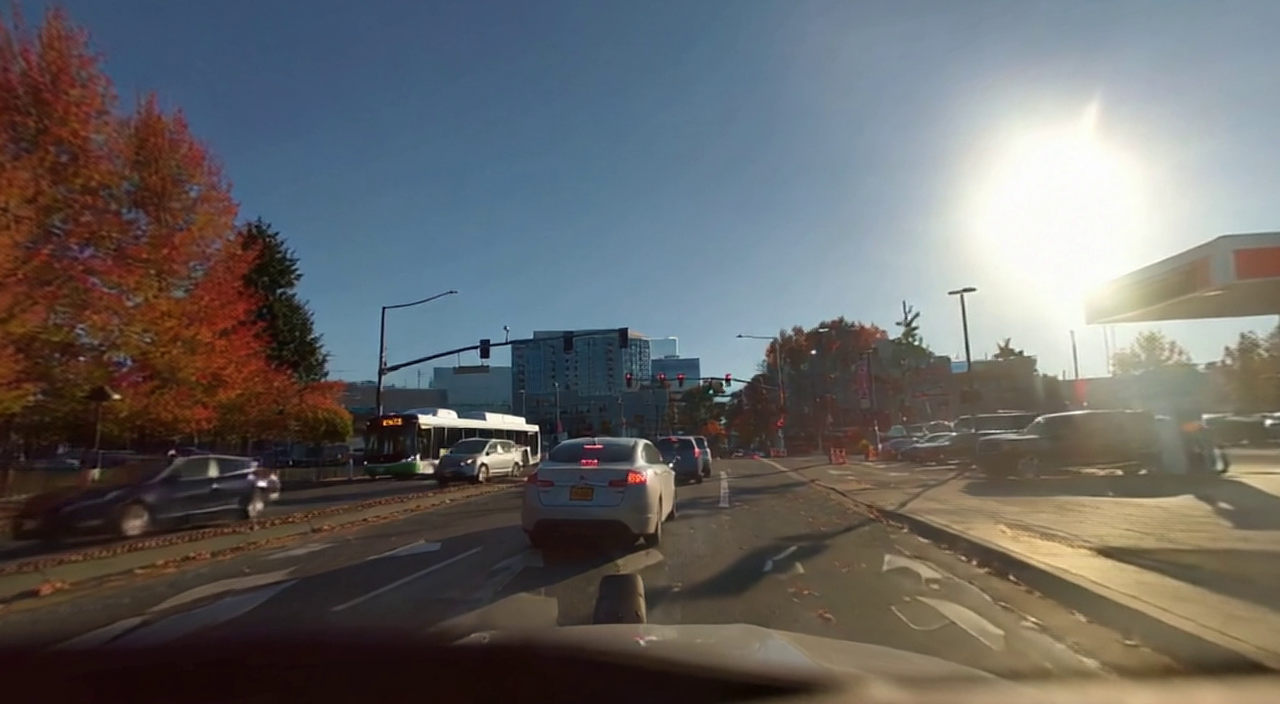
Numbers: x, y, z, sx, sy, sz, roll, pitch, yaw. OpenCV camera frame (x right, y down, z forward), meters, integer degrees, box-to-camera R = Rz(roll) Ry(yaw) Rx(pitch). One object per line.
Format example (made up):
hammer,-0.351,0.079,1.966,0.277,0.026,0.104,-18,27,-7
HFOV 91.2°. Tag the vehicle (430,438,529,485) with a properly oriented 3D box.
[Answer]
vehicle,-6.433,4.476,25.905,2.147,1.741,5.239,-1,-9,7

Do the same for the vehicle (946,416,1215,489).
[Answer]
vehicle,10.611,2.498,15.535,4.894,1.451,2.089,-4,-9,8

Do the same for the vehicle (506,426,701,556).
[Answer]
vehicle,-0.268,1.970,9.575,2.092,1.507,4.078,-2,-9,9

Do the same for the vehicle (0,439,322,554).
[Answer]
vehicle,-8.553,2.469,11.616,2.054,1.599,5.178,-1,-9,8

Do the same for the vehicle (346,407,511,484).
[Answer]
vehicle,-10.093,4.814,32.124,3.189,3.205,11.526,-1,-9,7
